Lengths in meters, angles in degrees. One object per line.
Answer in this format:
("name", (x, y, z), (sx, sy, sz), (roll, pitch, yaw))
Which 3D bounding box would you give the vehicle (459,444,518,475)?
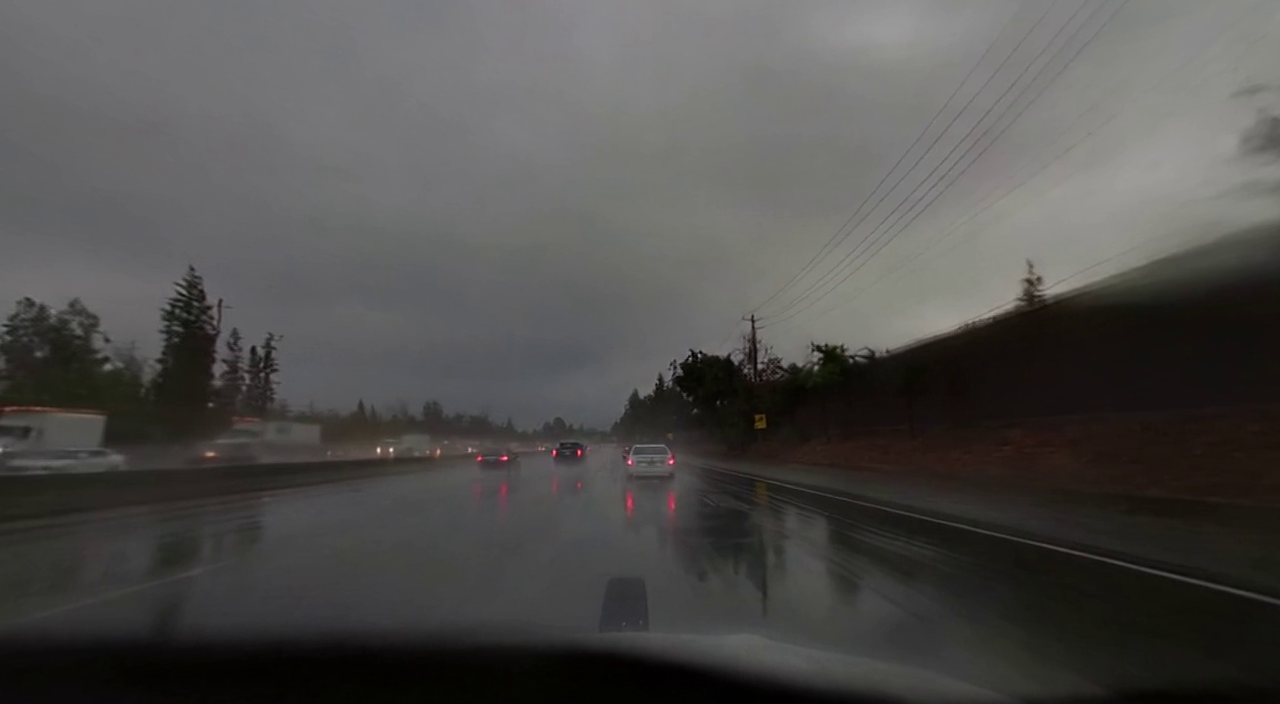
("vehicle", (-7.714, 5.501, 32.618), (1.974, 1.464, 4.733), (0, -8, -1))

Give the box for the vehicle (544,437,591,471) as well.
("vehicle", (-4.085, 5.855, 36.376), (2.289, 1.777, 4.534), (0, -8, -2))

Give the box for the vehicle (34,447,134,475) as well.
("vehicle", (-31.510, 6.164, 35.915), (1.776, 1.441, 4.483), (1, -8, -3))

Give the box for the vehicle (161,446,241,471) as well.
("vehicle", (-28.083, 6.771, 40.535), (1.884, 1.493, 4.905), (1, -8, -4))

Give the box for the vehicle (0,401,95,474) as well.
("vehicle", (-35.599, 4.989, 36.736), (2.937, 3.891, 5.144), (1, -8, -3))

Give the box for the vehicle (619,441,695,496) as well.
("vehicle", (0.413, 3.529, 19.525), (2.082, 1.482, 4.126), (0, -8, -2))
